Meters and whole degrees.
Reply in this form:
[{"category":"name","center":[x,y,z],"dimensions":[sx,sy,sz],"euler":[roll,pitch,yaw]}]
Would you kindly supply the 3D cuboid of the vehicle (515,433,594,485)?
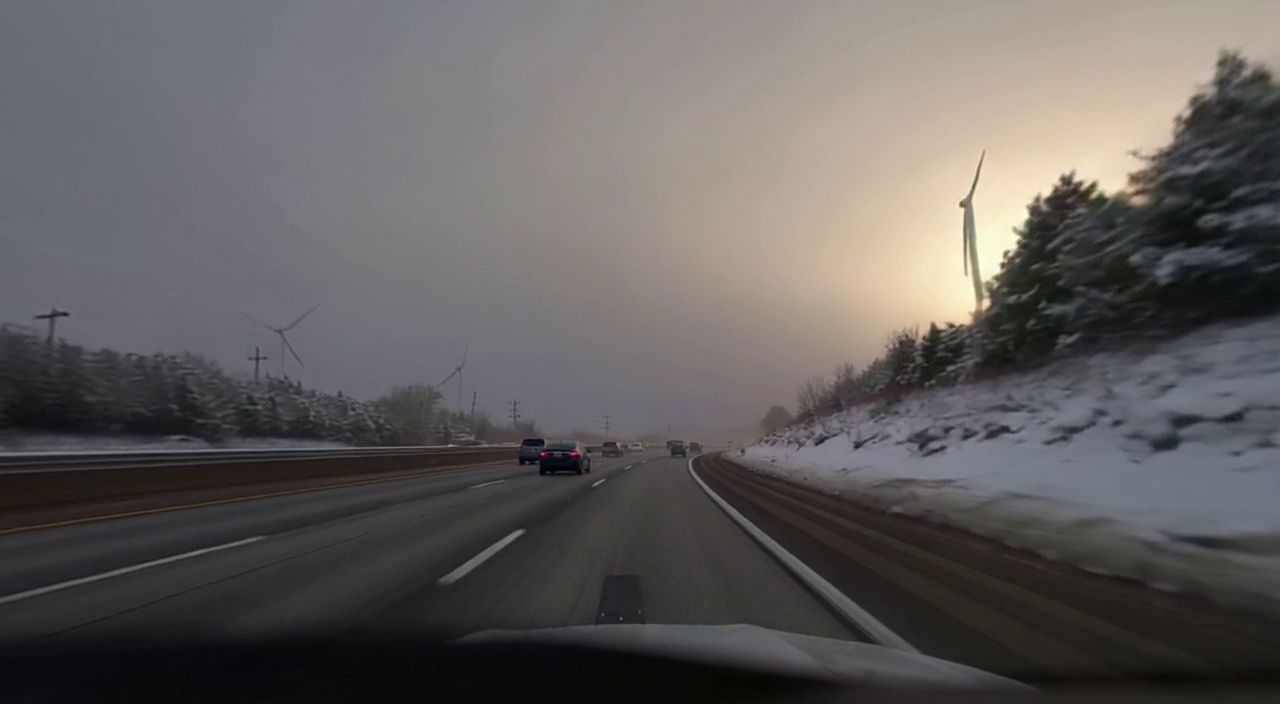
[{"category":"vehicle","center":[-2.994,3.865,23.068],"dimensions":[2.118,1.702,4.355],"euler":[0,-9,3]}]
